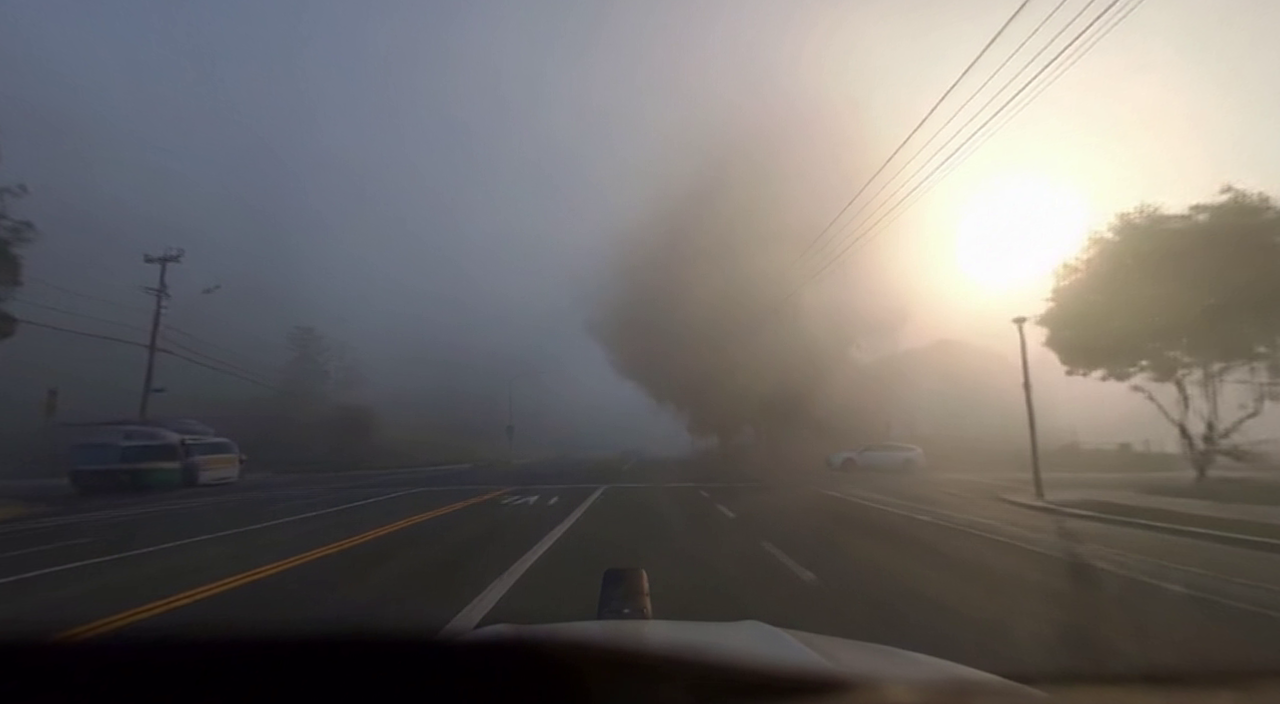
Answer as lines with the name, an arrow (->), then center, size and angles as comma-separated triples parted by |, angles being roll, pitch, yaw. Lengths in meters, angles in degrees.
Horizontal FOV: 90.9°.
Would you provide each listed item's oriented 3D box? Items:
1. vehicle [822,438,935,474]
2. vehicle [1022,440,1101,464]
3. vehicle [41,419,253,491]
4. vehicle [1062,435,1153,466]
vehicle -> 11.350, 4.975, 30.239 | 4.565, 1.600, 2.023 | 1, -9, -5
vehicle -> 27.304, 6.471, 41.004 | 1.787, 1.465, 4.681 | 0, -8, -2
vehicle -> -20.556, 4.315, 26.562 | 6.794, 2.863, 2.387 | 0, -8, 1
vehicle -> 29.881, 6.296, 40.495 | 2.034, 1.878, 4.781 | 0, -8, -2
